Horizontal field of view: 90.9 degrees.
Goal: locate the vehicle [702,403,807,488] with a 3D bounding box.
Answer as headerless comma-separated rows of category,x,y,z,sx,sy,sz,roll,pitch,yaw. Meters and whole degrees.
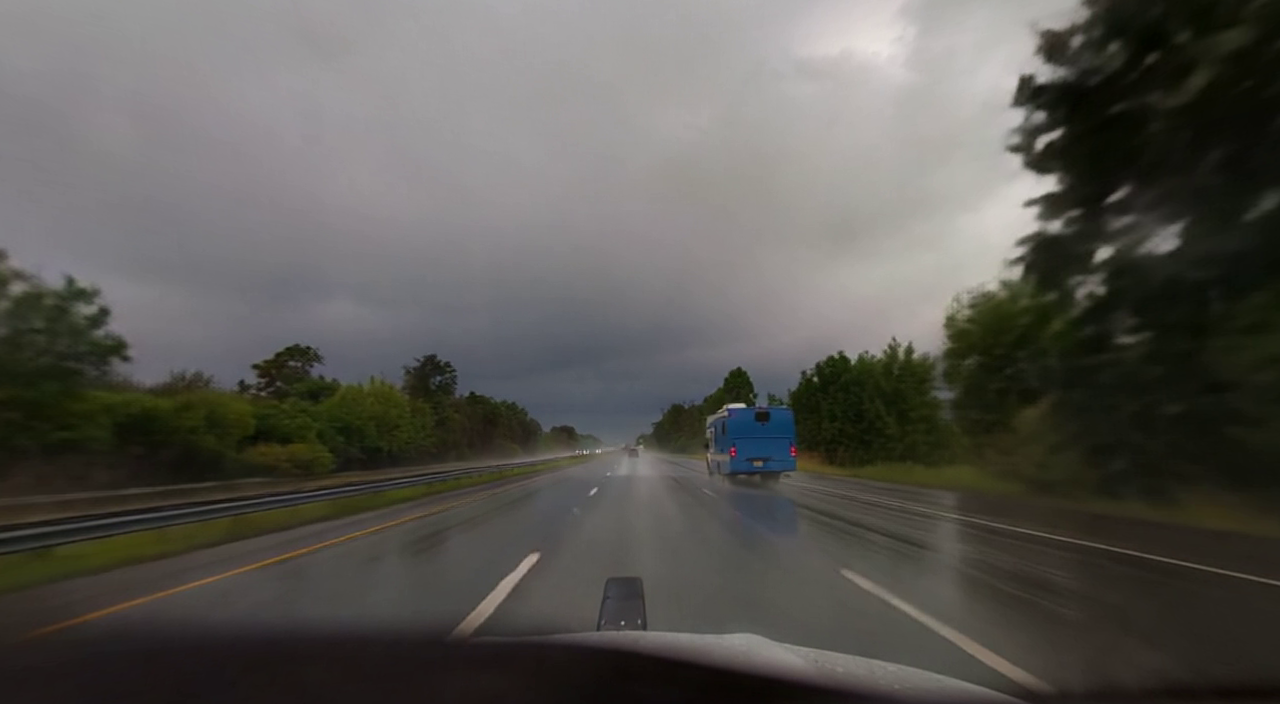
vehicle,4.058,3.548,23.788,2.556,2.763,6.287,0,-9,-2
